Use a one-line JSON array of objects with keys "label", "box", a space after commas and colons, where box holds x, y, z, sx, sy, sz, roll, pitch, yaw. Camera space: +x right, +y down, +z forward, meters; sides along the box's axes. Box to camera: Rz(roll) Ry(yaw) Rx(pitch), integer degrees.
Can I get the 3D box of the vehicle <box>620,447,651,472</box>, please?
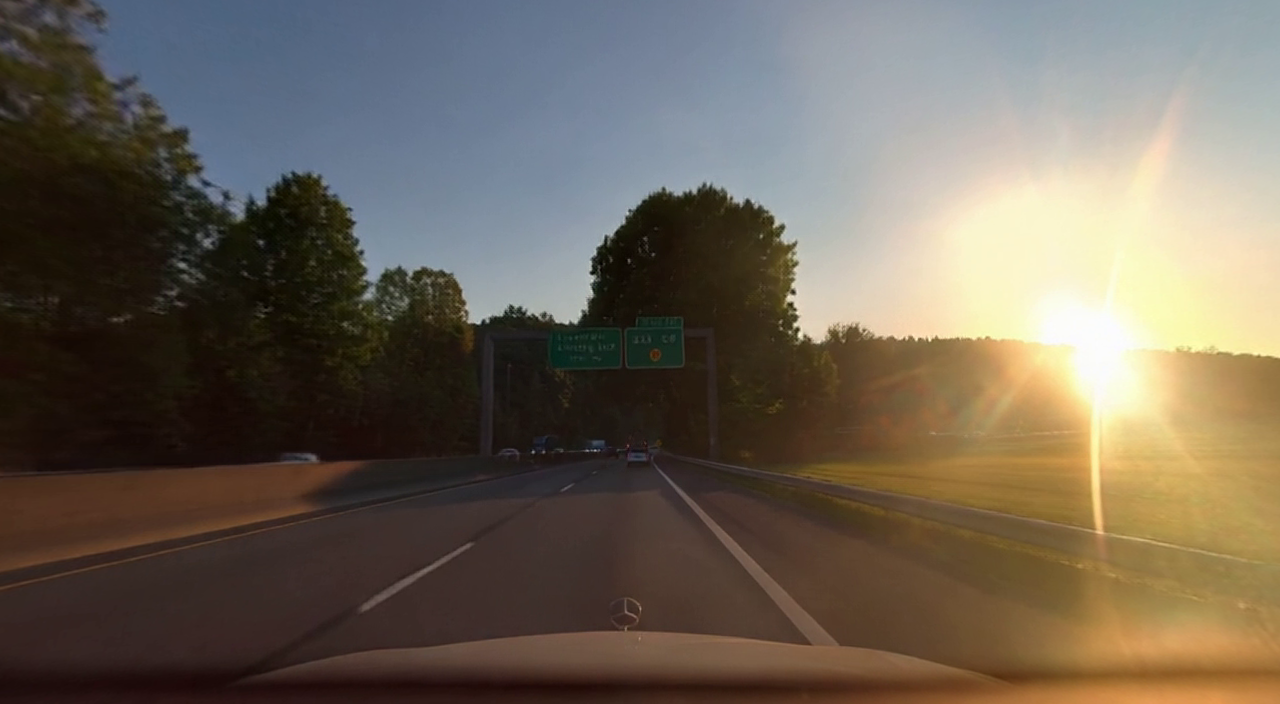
[{"label": "vehicle", "box": [-0.268, 6.669, 39.298, 1.853, 1.436, 3.438, 0, -9, -1]}]
